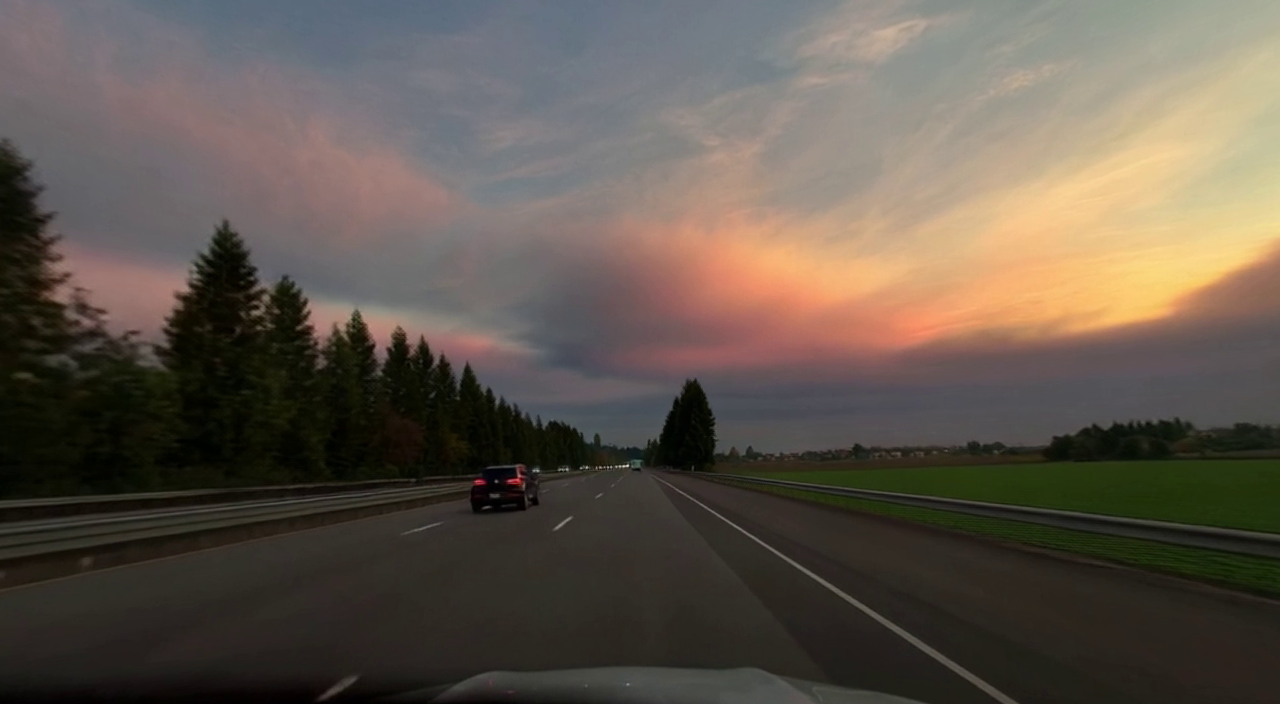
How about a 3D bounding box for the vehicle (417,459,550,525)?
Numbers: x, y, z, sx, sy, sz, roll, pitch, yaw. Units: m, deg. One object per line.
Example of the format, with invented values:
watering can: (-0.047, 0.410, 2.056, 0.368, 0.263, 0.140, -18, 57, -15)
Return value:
vehicle: (-3.831, 3.561, 16.453, 2.183, 1.435, 4.653, 0, -10, 1)
